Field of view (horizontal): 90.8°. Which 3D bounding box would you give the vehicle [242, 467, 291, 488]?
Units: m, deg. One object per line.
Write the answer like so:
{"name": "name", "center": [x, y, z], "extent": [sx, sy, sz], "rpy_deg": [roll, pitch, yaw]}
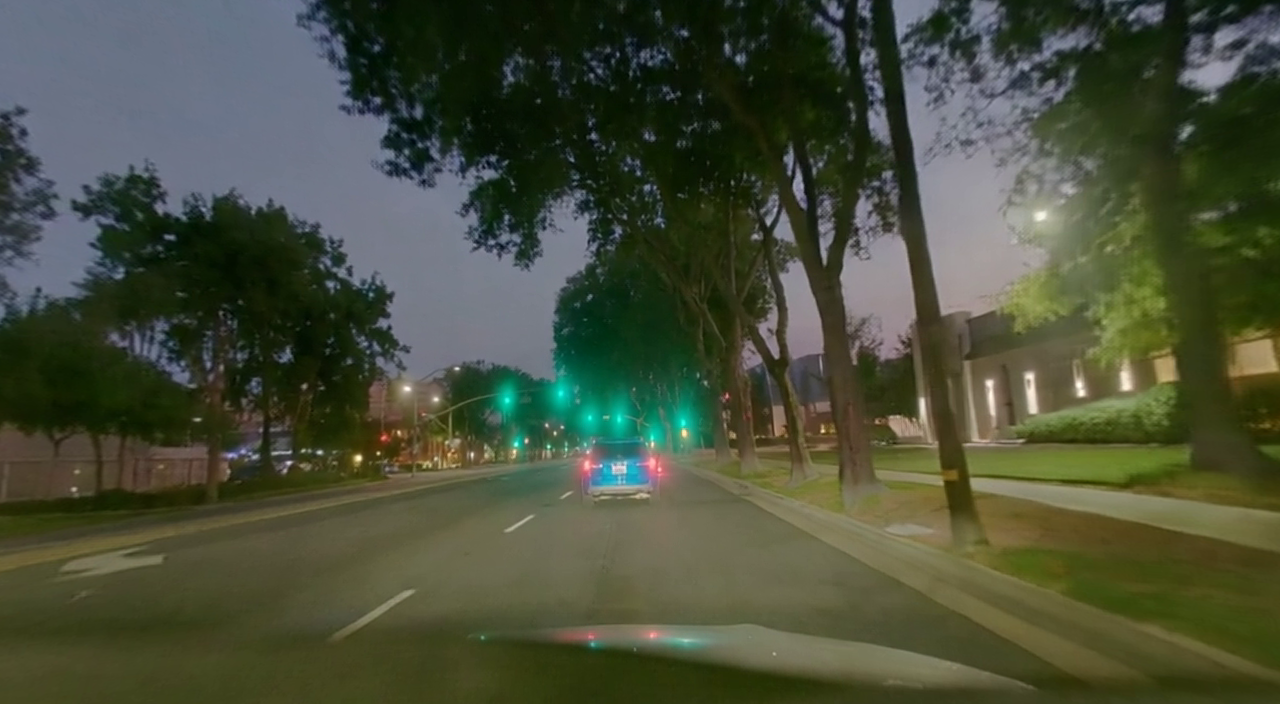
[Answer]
{"name": "vehicle", "center": [-28.675, 9.600, 48.661], "extent": [1.771, 1.435, 4.144], "rpy_deg": [-1, -10, -8]}

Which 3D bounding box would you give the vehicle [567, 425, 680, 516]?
{"name": "vehicle", "center": [-0.347, 2.541, 14.023], "extent": [2.136, 1.703, 3.910], "rpy_deg": [0, -8, -1]}

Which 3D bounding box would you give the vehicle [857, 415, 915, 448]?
{"name": "vehicle", "center": [16.234, 5.336, 42.011], "extent": [2.039, 1.990, 5.111], "rpy_deg": [-1, -8, 4]}
